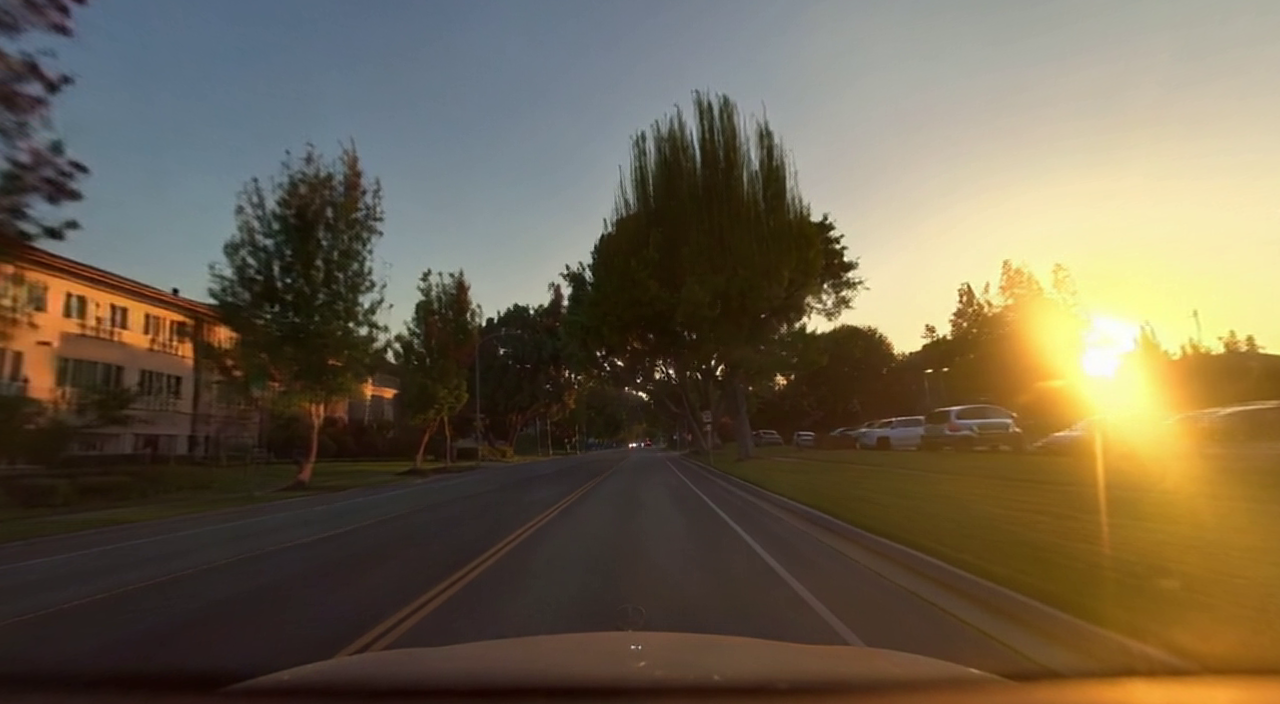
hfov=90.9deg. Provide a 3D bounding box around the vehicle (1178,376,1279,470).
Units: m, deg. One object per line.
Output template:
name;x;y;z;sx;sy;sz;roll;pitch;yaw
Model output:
vehicle;12.459;1.253;10.855;4.529;1.490;2.168;1;-8;-5

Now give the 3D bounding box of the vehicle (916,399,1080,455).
vehicle;12.349;2.632;21.929;4.540;1.824;1.965;1;-8;-6

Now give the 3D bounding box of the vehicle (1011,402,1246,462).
vehicle;12.633;2.117;16.549;4.428;1.467;2.099;0;-8;-1
